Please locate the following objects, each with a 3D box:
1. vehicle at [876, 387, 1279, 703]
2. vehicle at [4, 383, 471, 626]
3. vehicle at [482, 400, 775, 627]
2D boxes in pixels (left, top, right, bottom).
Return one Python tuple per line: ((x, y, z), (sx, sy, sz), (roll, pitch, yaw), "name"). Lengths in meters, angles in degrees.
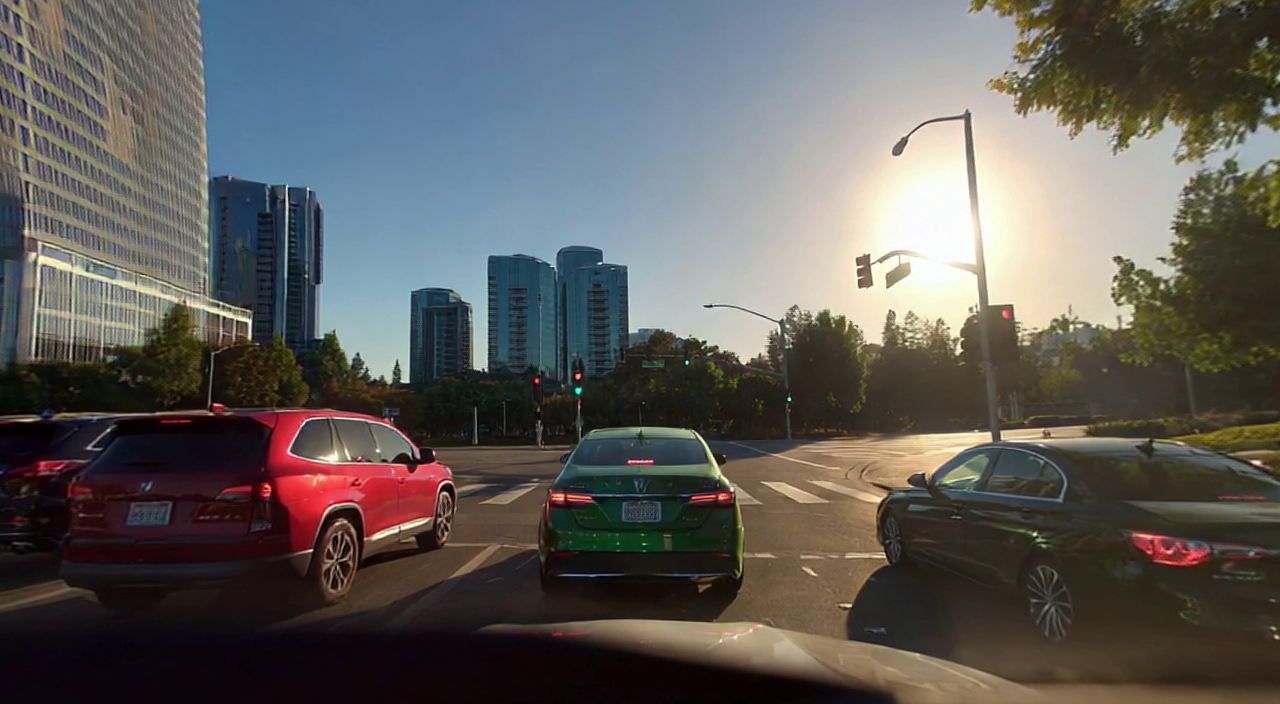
((3.586, 1.201, 4.604), (2.010, 1.486, 4.498), (0, -8, 1), "vehicle")
((-3.564, 1.428, 6.848), (2.014, 1.755, 4.360), (0, -8, 3), "vehicle")
((-0.059, 1.403, 6.302), (2.047, 1.579, 3.642), (0, -8, 1), "vehicle")
